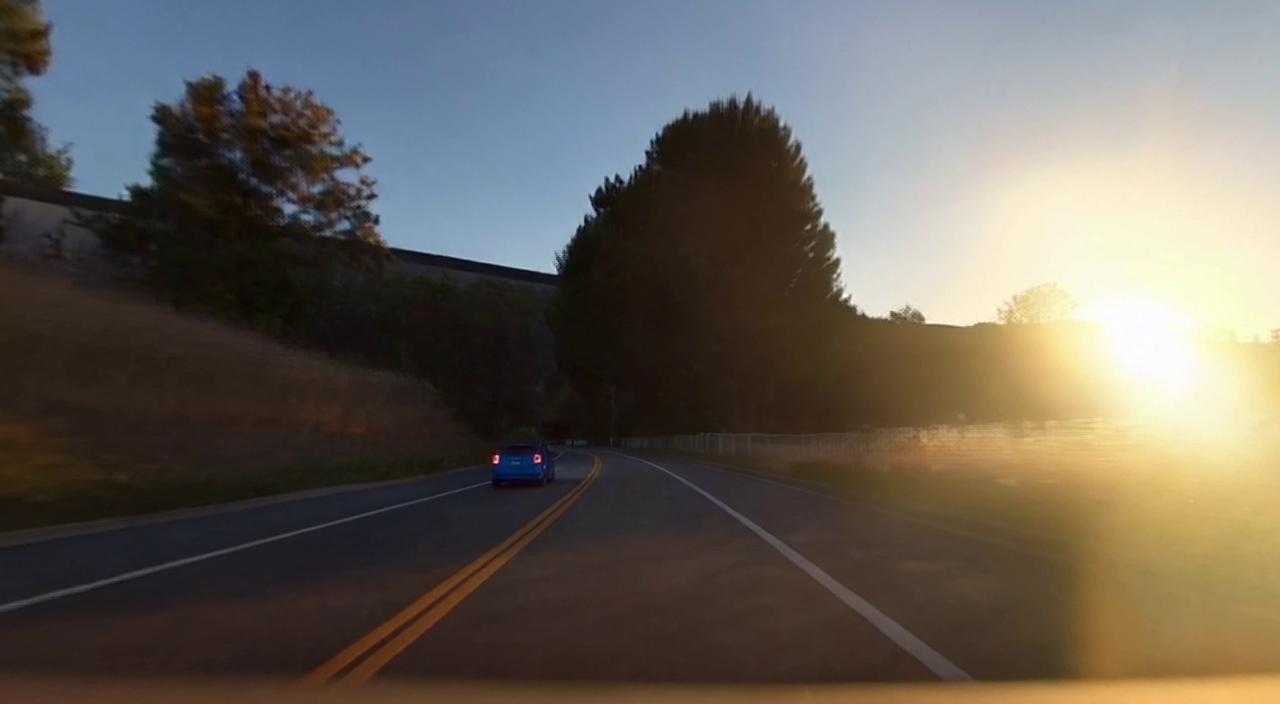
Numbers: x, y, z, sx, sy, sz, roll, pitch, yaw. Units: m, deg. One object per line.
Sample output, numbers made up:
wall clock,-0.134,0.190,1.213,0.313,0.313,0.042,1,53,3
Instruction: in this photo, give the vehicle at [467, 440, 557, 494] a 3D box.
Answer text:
vehicle,-3.908,3.591,20.130,1.968,1.503,4.443,0,-8,0
